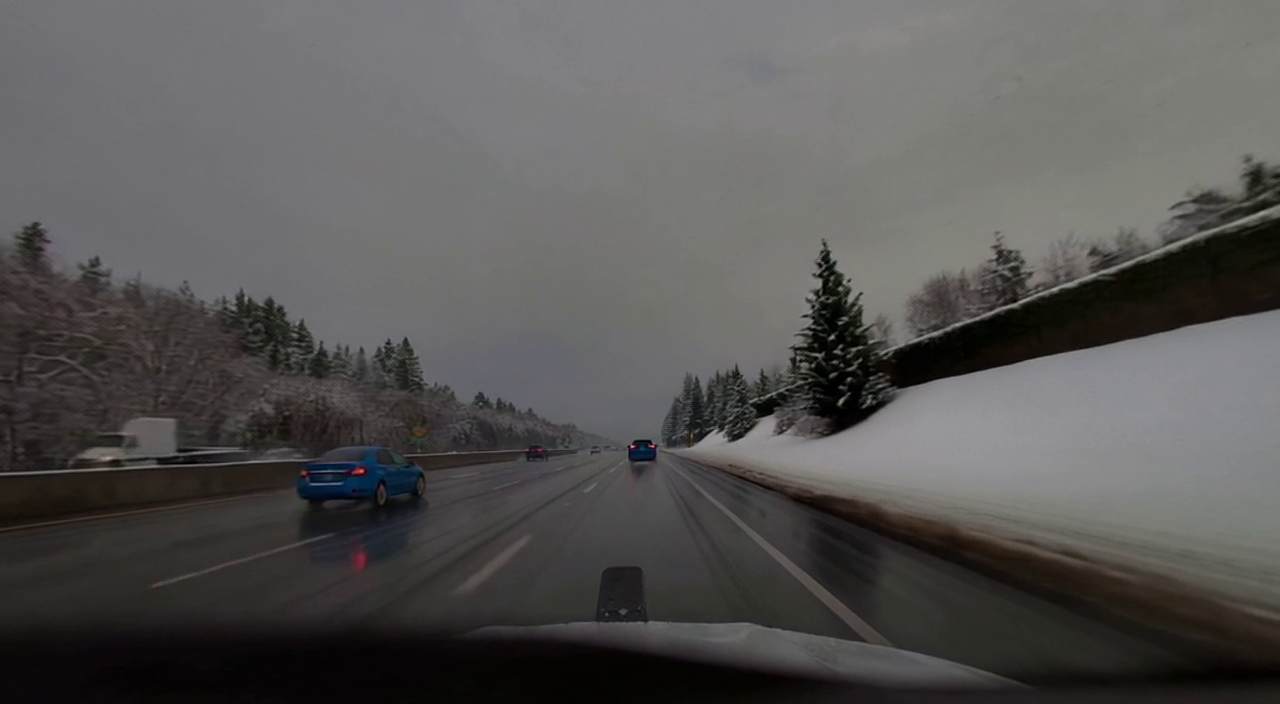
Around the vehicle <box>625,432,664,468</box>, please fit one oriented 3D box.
[{"bbox_3d":[0.243,6.190,40.073,2.318,2.145,4.561,0,-8,0],"label":"vehicle"}]

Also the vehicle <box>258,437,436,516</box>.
[{"bbox_3d":[-6.641,2.845,14.983,2.116,1.570,4.377,0,-8,0],"label":"vehicle"}]

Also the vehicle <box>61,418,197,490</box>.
[{"bbox_3d":[-16.904,3.387,21.074,1.677,2.162,3.235,-2,-9,2],"label":"vehicle"}]
